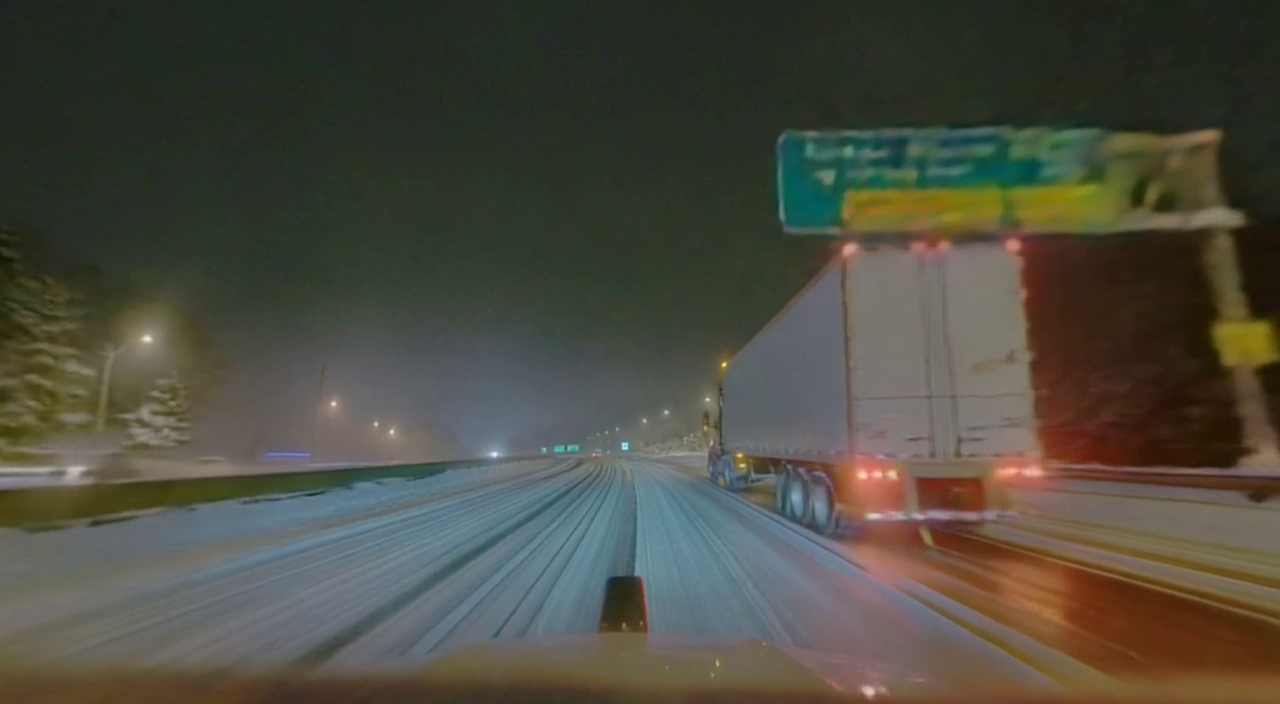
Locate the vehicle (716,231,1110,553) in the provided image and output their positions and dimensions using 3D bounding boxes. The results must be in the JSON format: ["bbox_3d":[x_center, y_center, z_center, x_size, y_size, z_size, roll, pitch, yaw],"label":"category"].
[{"bbox_3d":[4.565,1.756,17.276,2.932,4.205,18.253,0,-8,1],"label":"vehicle"}]

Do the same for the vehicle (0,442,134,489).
[{"bbox_3d":[-27.549,5.270,29.787,2.366,1.965,6.088,0,-8,-2],"label":"vehicle"}]
